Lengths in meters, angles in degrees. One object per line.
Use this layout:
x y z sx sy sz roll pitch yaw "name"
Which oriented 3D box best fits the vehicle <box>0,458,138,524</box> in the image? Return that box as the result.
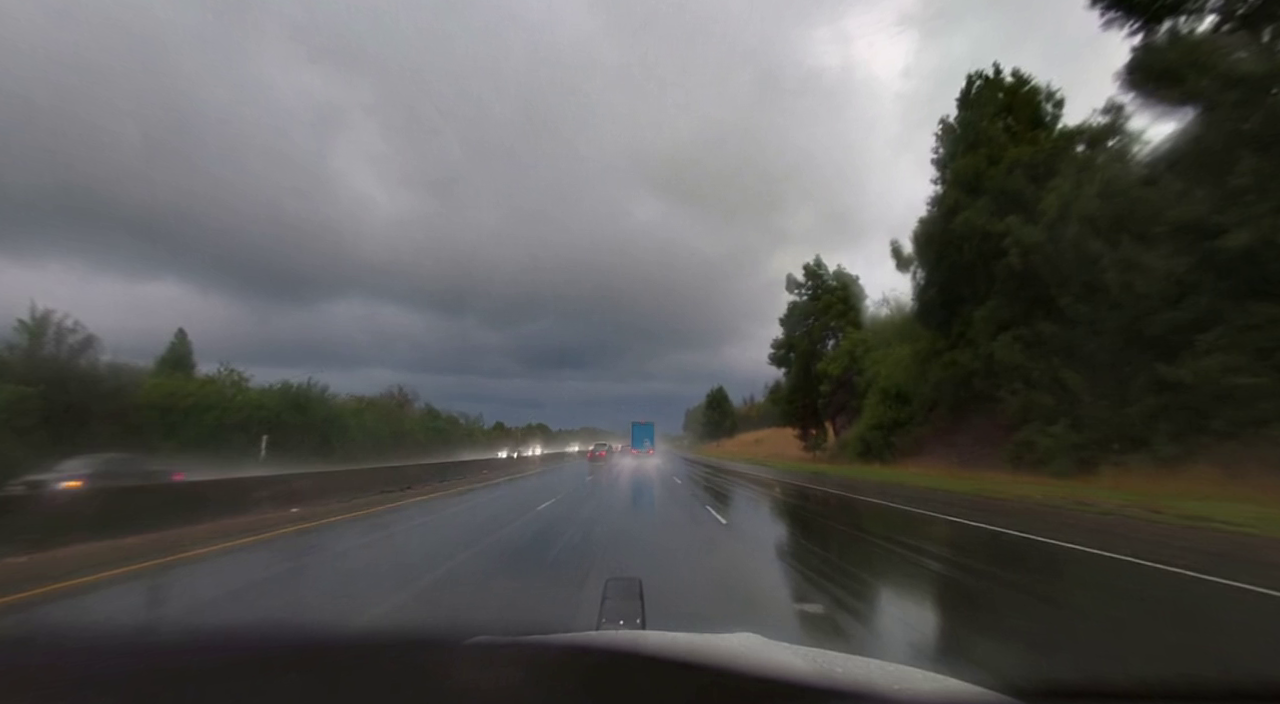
-16.075 3.563 16.547 2.036 1.500 4.625 0 -9 0 "vehicle"
